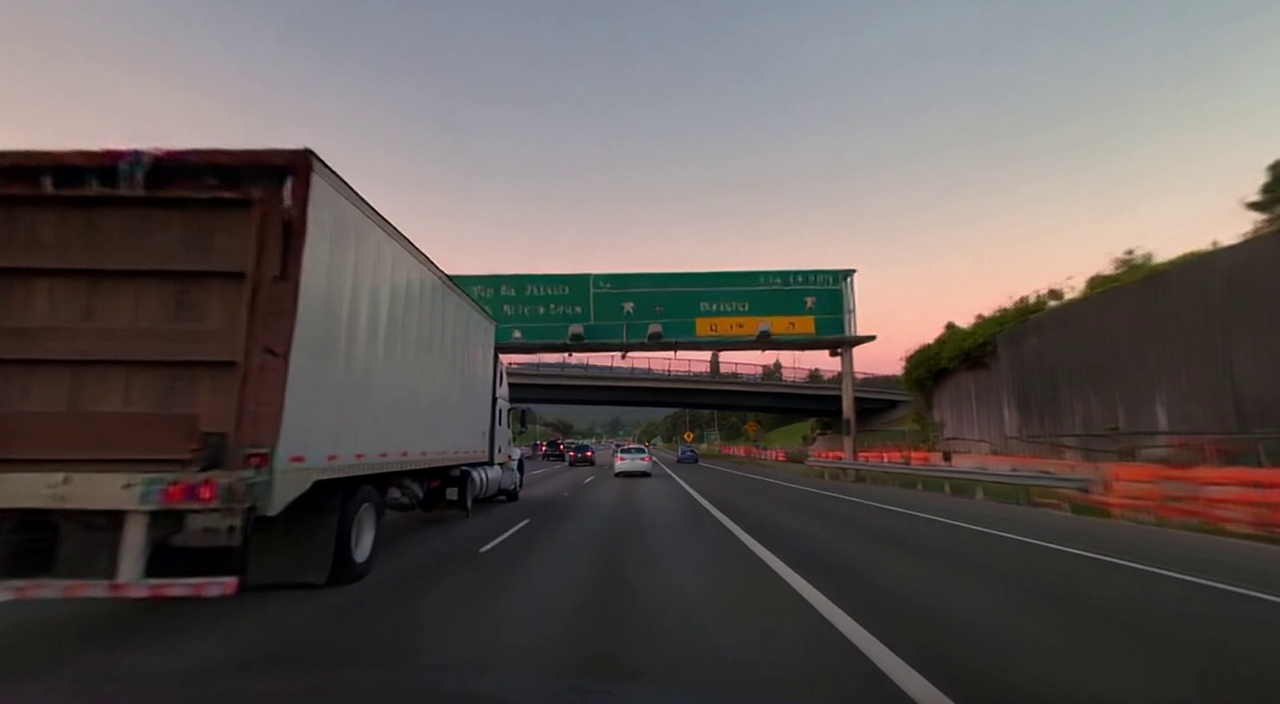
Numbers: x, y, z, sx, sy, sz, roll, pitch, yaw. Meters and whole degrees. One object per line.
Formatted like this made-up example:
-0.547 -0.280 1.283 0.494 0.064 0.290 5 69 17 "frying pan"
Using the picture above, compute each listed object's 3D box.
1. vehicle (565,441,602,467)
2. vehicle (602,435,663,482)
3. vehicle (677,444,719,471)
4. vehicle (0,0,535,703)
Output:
-3.860 7.071 43.876 2.124 1.639 4.344 0 -8 1 "vehicle"
-0.274 4.246 25.370 2.270 1.696 4.061 0 -8 0 "vehicle"
3.322 6.096 36.752 2.003 1.465 4.092 0 -8 -1 "vehicle"
-3.704 0.764 7.099 3.075 3.276 11.073 0 -8 0 "vehicle"
